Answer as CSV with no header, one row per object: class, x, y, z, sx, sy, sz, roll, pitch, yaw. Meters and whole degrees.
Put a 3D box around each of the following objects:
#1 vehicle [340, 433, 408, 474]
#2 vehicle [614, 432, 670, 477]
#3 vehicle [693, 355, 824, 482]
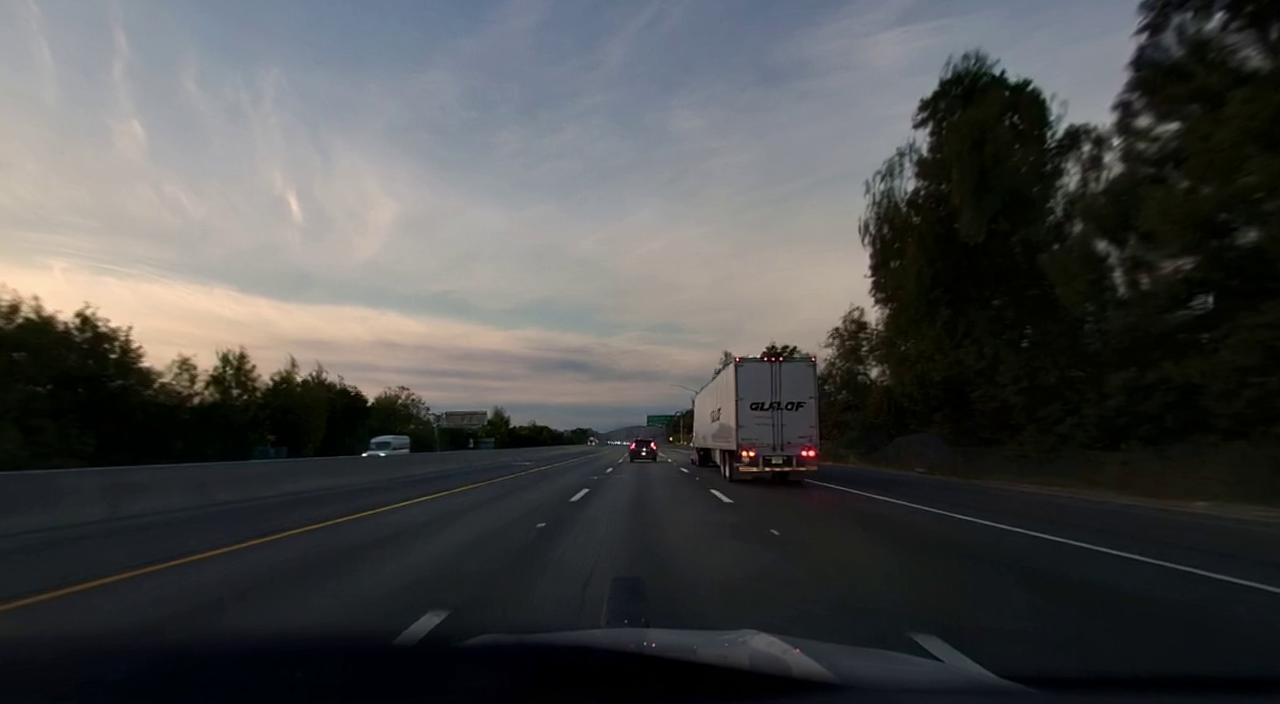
vehicle,-17.816,6.799,42.474,2.160,2.514,5.353,0,-8,1
vehicle,0.118,4.160,25.782,2.111,1.635,4.177,0,-8,1
vehicle,4.474,3.219,28.070,2.936,4.125,15.204,0,-8,0
